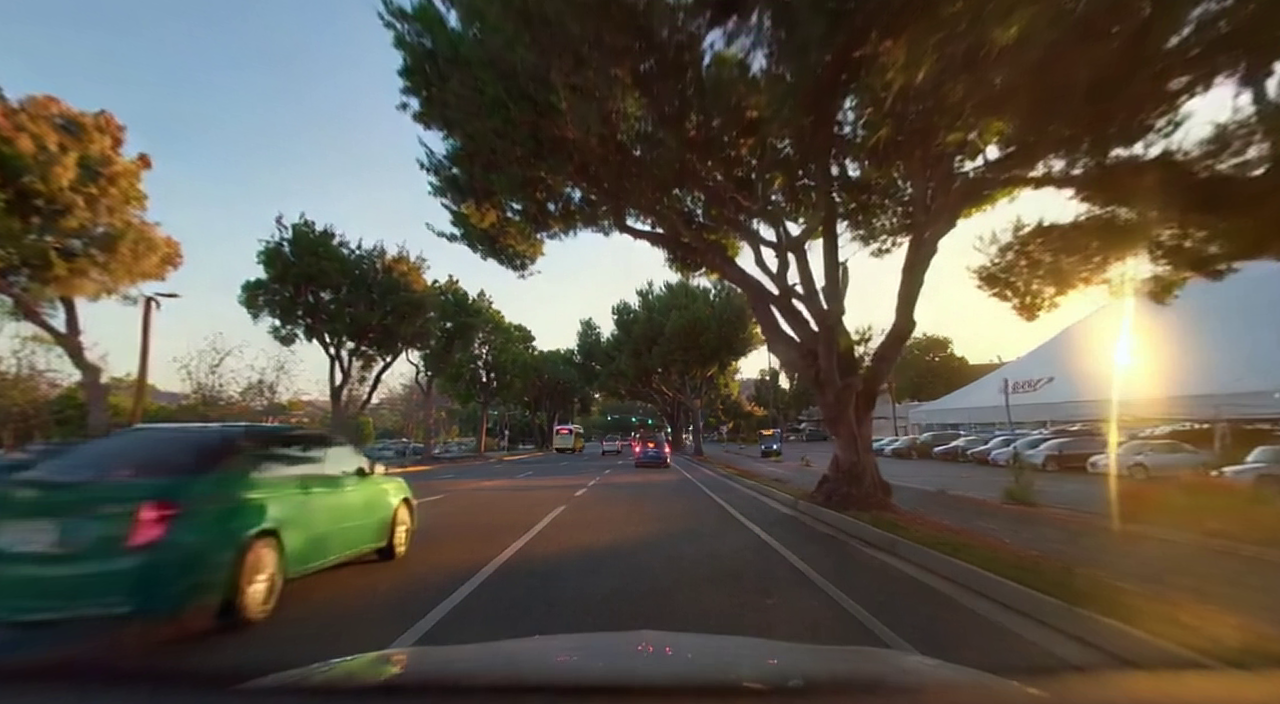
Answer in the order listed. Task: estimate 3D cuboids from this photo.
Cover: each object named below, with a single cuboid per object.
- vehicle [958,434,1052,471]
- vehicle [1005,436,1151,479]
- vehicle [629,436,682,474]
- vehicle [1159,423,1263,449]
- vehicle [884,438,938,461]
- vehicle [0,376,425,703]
[{"bbox_3d":[19.005,5.270,33.156,1.965,1.749,4.838,0,-9,-1],"label":"vehicle"},{"bbox_3d":[19.019,4.603,27.878,2.229,1.661,5.991,0,-9,1],"label":"vehicle"},{"bbox_3d":[0.592,4.446,27.377,2.123,1.498,4.226,0,-9,0],"label":"vehicle"},{"bbox_3d":[33.202,4.914,36.752,4.215,1.462,1.883,0,-9,-1],"label":"vehicle"},{"bbox_3d":[19.150,6.926,44.750,1.826,1.532,4.290,0,-9,-1],"label":"vehicle"},{"bbox_3d":[-3.629,1.252,5.269,2.148,1.636,4.199,0,-9,0],"label":"vehicle"}]
